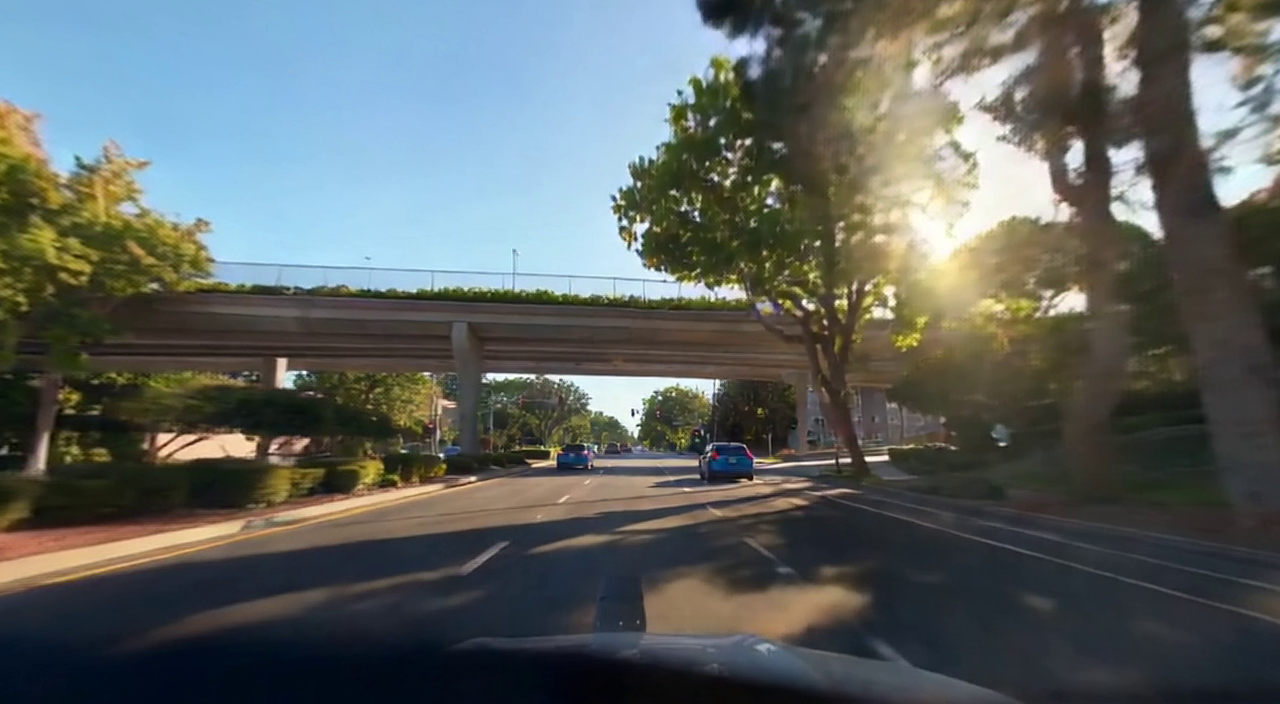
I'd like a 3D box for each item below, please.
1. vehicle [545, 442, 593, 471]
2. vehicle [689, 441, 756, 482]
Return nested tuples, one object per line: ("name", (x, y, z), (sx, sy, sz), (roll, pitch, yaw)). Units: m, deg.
("vehicle", (-3.767, 5.616, 34.285), (2.060, 1.484, 4.417), (0, -8, 1))
("vehicle", (3.242, 4.371, 25.656), (2.068, 1.497, 4.247), (0, -8, -1))
